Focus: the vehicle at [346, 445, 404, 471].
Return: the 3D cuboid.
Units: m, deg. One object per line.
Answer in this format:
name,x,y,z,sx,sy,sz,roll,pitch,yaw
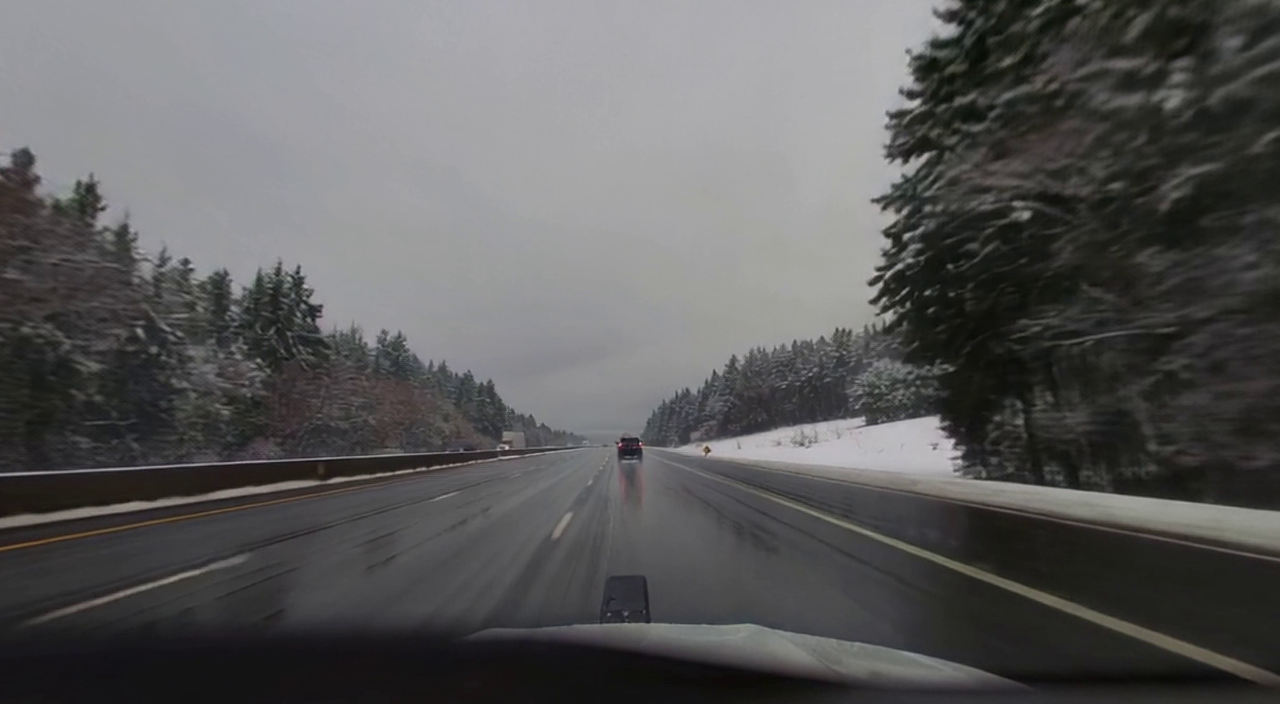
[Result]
vehicle,-16.859,6.743,40.280,1.930,1.507,4.314,0,-8,-2
